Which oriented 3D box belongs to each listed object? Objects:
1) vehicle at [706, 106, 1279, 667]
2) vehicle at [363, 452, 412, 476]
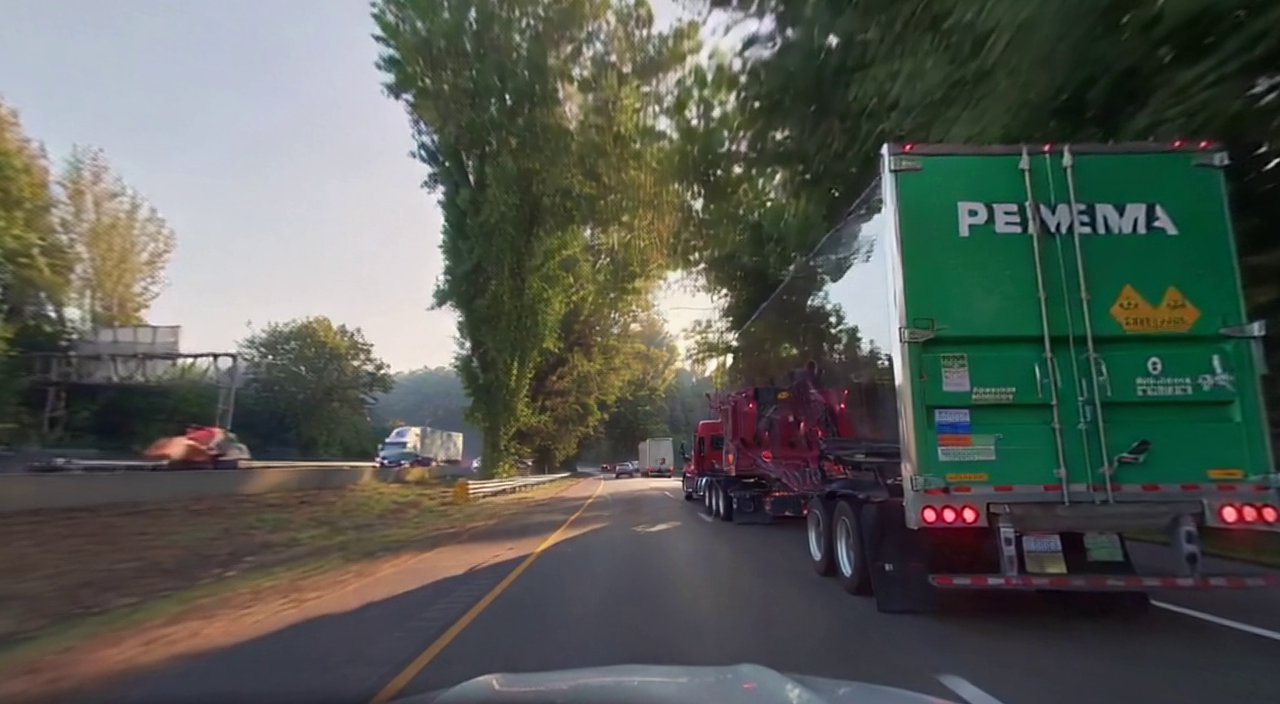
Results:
[{"bbox_3d":[3.463,1.367,11.443,2.856,4.040,14.009,1,-10,-1],"label":"vehicle"},{"bbox_3d":[-17.265,7.683,43.223,1.811,1.511,3.773,1,-10,-1],"label":"vehicle"}]
